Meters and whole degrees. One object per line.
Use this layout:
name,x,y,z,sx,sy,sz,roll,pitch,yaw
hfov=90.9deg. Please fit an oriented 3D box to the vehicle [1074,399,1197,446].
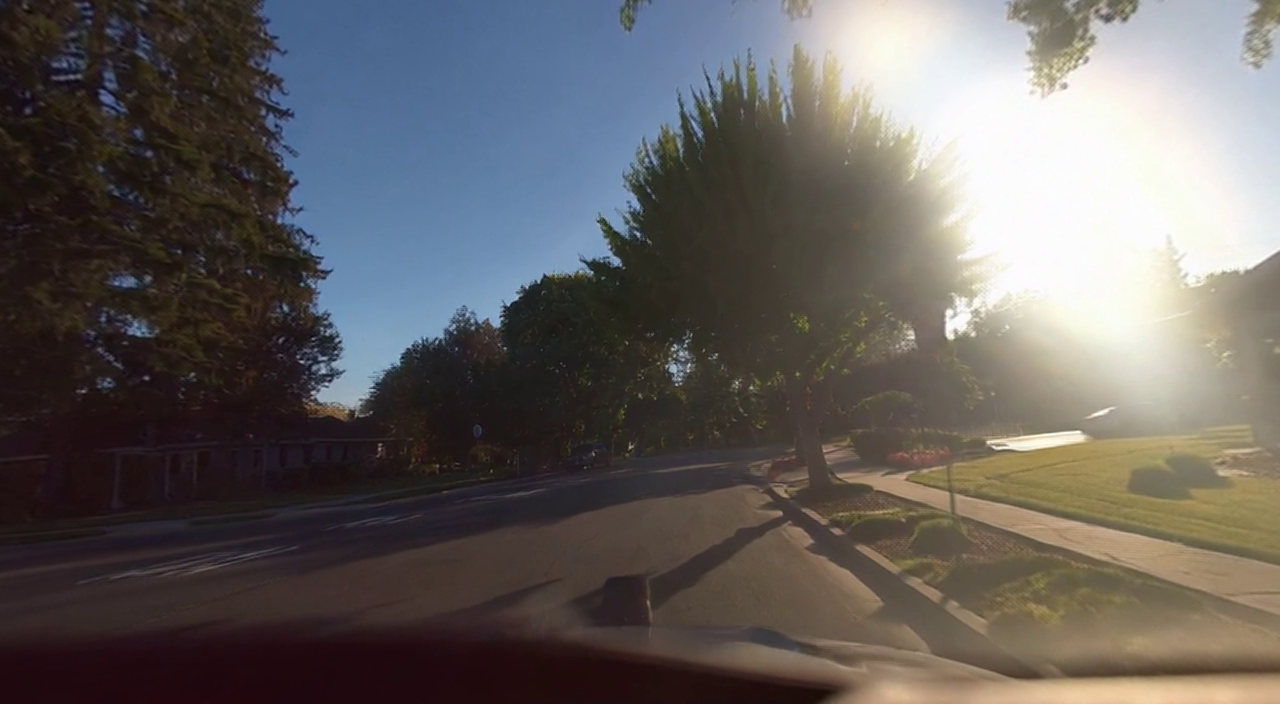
vehicle,18.916,2.809,24.369,1.806,1.481,4.671,-6,-10,14
